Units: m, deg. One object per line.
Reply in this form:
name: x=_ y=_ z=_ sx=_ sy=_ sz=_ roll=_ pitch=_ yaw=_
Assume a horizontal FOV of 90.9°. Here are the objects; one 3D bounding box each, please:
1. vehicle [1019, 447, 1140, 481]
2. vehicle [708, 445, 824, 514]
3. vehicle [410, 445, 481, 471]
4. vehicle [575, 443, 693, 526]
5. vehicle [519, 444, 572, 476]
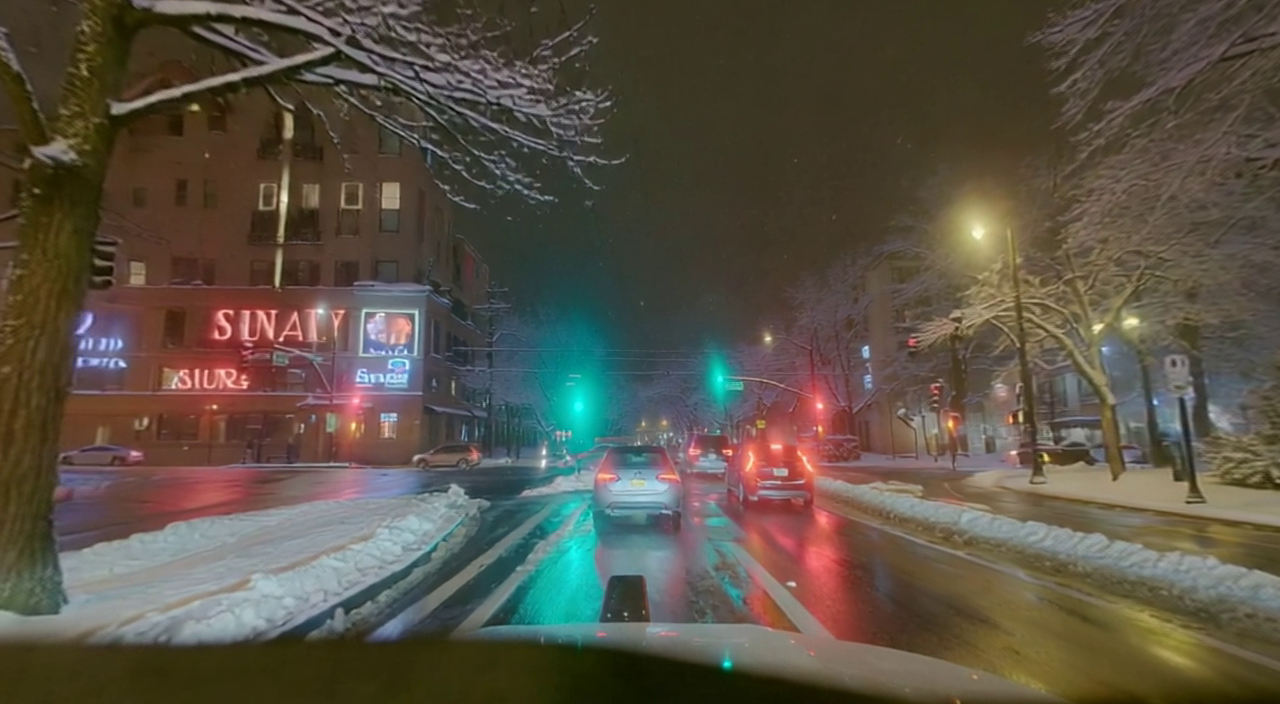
vehicle: x=22.360 y=5.699 z=32.192 sx=4.610 sy=1.622 sz=1.934 roll=-1 pitch=-8 yaw=4
vehicle: x=2.935 y=3.058 z=15.664 sx=1.893 sy=1.446 sz=4.270 roll=0 pitch=-8 yaw=-1
vehicle: x=-14.349 y=7.821 z=46.841 sx=2.098 sy=1.748 sz=5.353 roll=-4 pitch=-9 yaw=22
vehicle: x=-0.135 y=2.681 z=13.373 sx=2.087 sy=1.456 sz=4.143 roll=0 pitch=-8 yaw=-1
vehicle: x=-5.324 y=6.121 z=36.103 sx=2.192 sy=1.708 sz=4.291 roll=-1 pitch=-8 yaw=2
